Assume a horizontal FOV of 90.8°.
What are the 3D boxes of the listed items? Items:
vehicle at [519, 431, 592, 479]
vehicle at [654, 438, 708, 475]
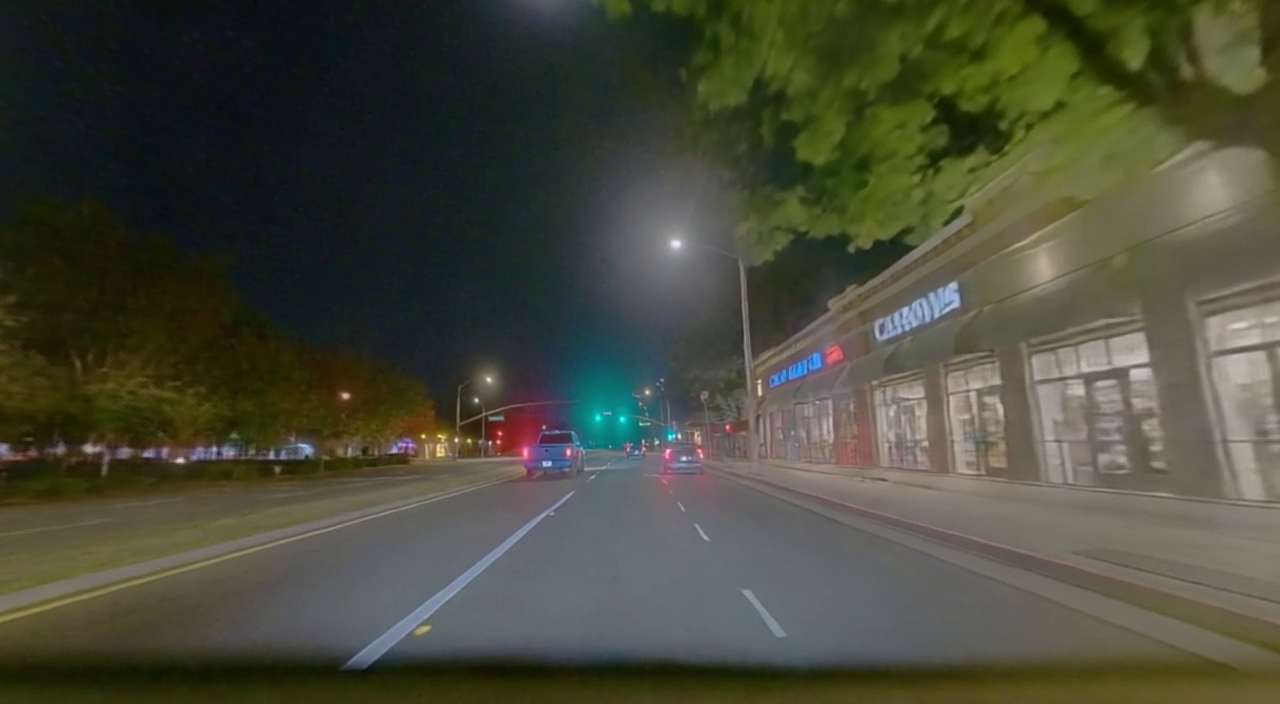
[{"bbox_3d":[-3.344,4.219,26.113,2.464,1.777,5.128,0,-8,-2],"label":"vehicle"},{"bbox_3d":[1.715,4.588,27.888,2.103,1.487,4.101,0,-8,0],"label":"vehicle"}]
